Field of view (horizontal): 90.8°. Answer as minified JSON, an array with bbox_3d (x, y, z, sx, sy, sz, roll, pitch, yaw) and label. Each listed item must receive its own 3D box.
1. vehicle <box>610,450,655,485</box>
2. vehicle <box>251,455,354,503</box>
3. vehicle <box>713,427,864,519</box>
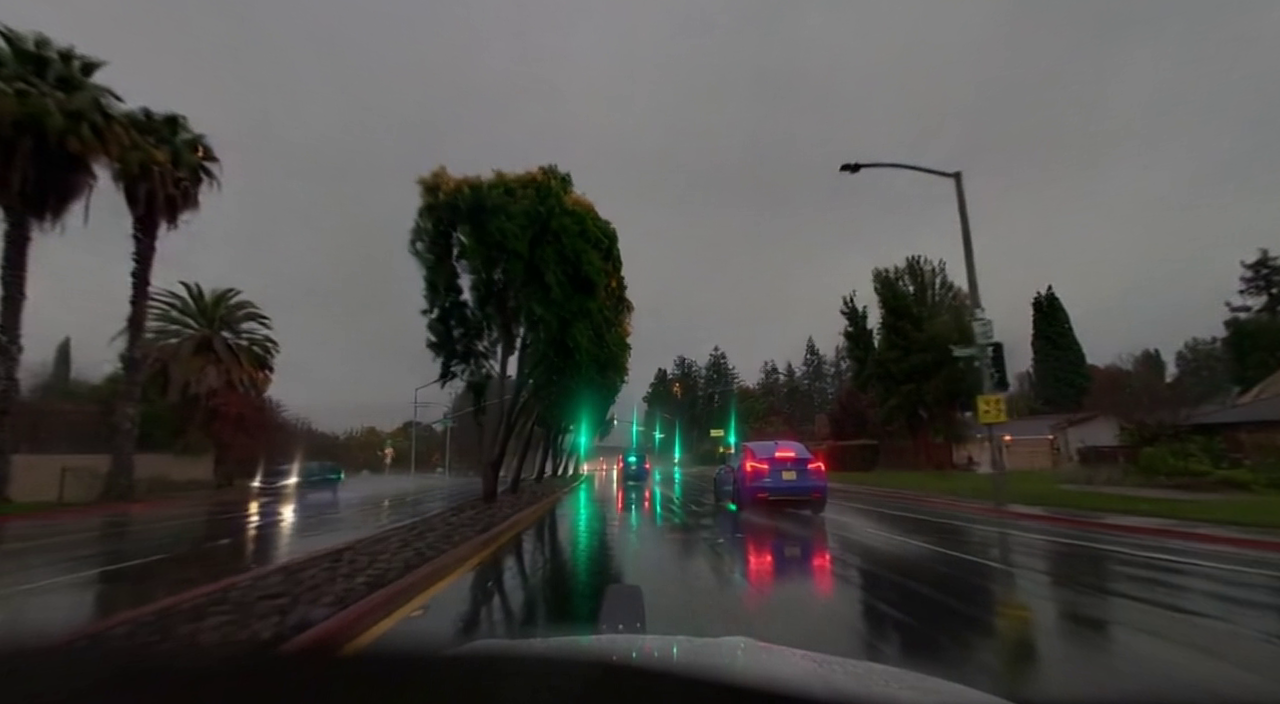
[{"bbox_3d":[-0.462,6.294,34.739,2.341,1.709,4.466,0,-9,-2],"label":"vehicle"},{"bbox_3d":[-17.578,6.594,33.311,2.449,2.016,5.383,-4,-9,1],"label":"vehicle"},{"bbox_3d":[3.282,2.815,15.287,2.205,1.803,5.135,0,-8,-2],"label":"vehicle"}]
